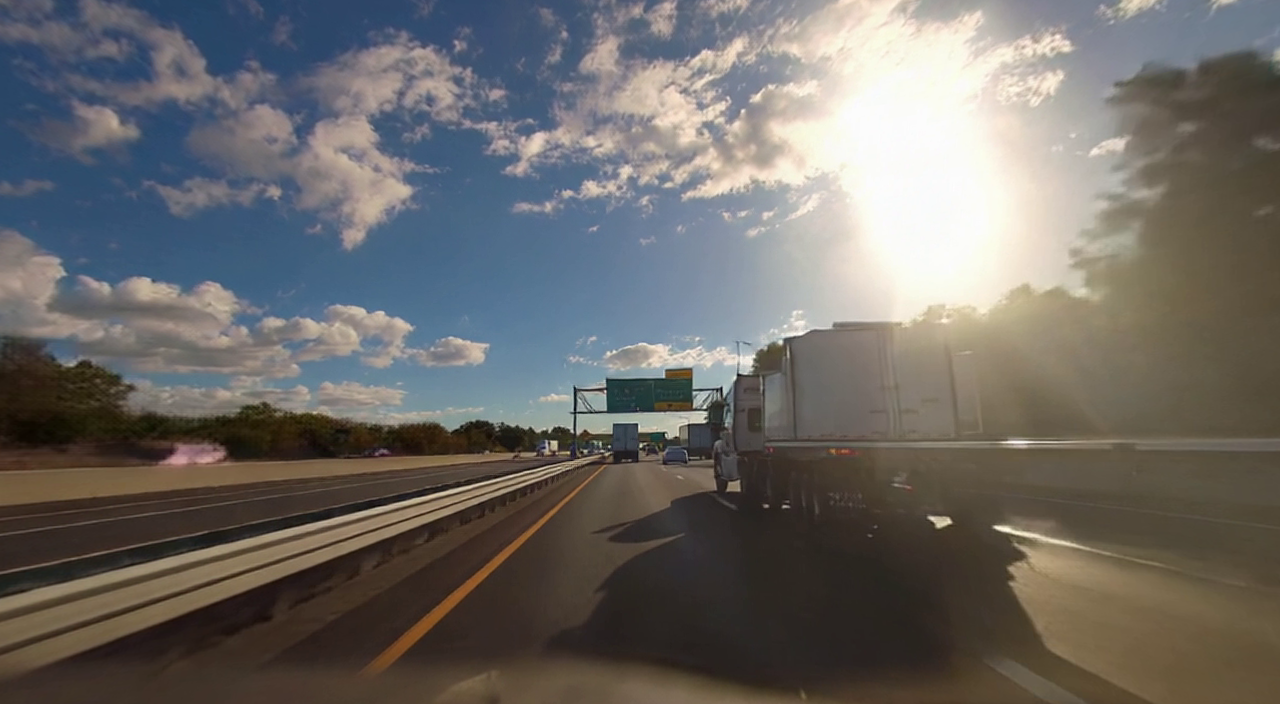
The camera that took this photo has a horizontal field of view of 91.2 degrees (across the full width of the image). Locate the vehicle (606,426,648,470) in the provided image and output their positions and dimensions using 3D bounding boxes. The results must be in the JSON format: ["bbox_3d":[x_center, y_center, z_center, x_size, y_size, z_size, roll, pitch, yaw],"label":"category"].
[{"bbox_3d":[-0.780,6.619,43.095,2.506,2.743,6.093,-1,-9,2],"label":"vehicle"}]

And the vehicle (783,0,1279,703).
[{"bbox_3d":[3.914,0.261,6.343,2.816,4.086,8.486,0,-9,0],"label":"vehicle"}]

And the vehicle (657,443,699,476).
[{"bbox_3d":[2.084,5.717,33.603,2.127,1.642,3.899,-1,-9,5],"label":"vehicle"}]
